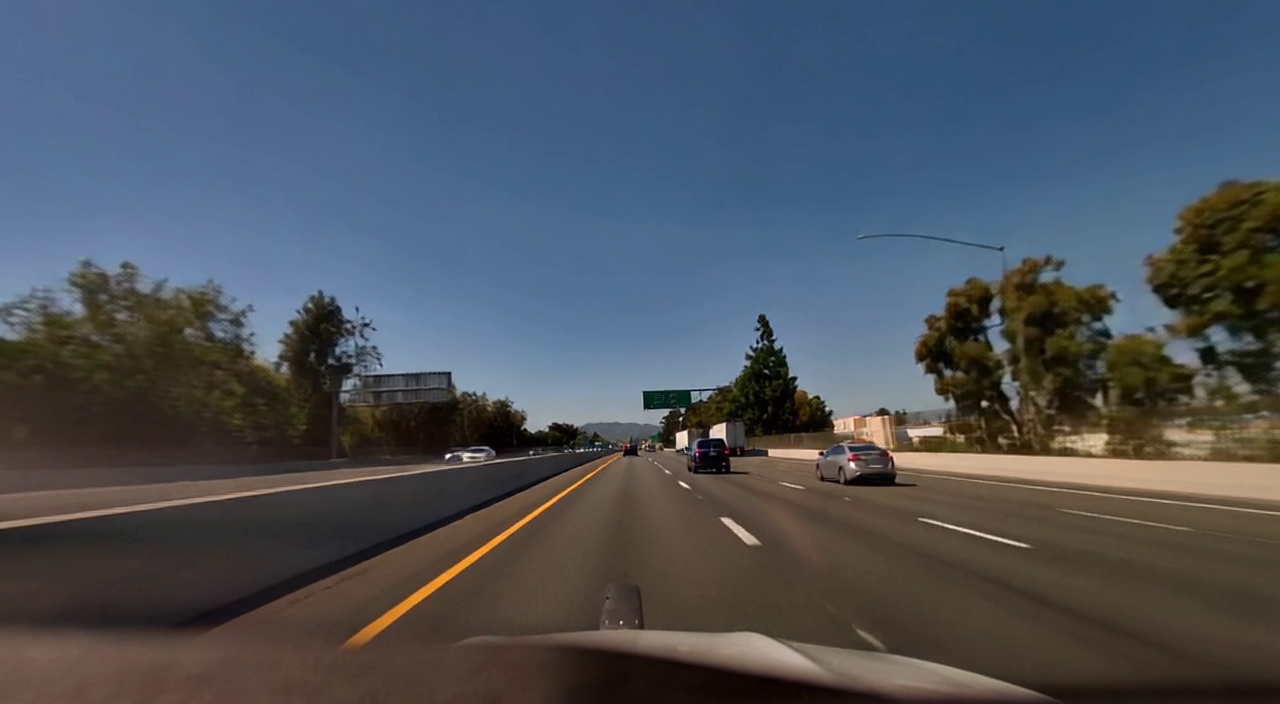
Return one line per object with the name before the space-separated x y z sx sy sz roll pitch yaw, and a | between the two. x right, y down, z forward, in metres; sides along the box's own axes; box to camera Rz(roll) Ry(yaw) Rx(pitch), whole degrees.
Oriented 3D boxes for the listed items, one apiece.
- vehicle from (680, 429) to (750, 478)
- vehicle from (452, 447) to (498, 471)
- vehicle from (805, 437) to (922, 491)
vehicle | 2.959 4.193 26.212 2.258 1.824 4.908 0 -8 -1
vehicle | -11.183 7.264 43.178 2.147 1.545 4.454 1 -8 -2
vehicle | 6.716 3.400 19.526 2.009 1.456 4.097 0 -8 -1
